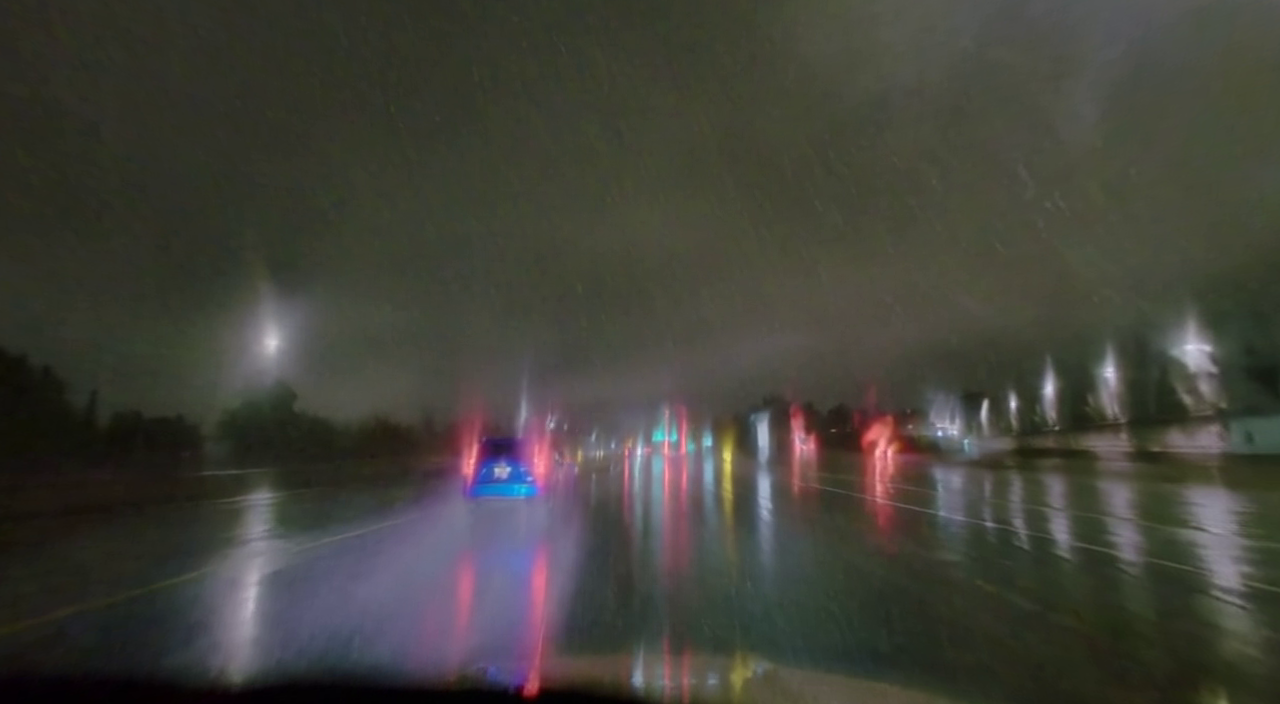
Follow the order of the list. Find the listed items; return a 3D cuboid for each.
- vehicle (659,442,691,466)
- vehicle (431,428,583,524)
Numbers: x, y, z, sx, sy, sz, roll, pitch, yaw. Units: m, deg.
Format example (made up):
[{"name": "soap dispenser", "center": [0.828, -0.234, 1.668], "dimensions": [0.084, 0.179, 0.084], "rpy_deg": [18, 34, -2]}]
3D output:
[{"name": "vehicle", "center": [2.436, 7.151, 44.384], "dimensions": [2.073, 1.621, 3.993], "rpy_deg": [-1, -9, 1]}, {"name": "vehicle", "center": [-2.595, 2.574, 13.615], "dimensions": [2.143, 1.693, 4.513], "rpy_deg": [-1, -9, 2]}]
